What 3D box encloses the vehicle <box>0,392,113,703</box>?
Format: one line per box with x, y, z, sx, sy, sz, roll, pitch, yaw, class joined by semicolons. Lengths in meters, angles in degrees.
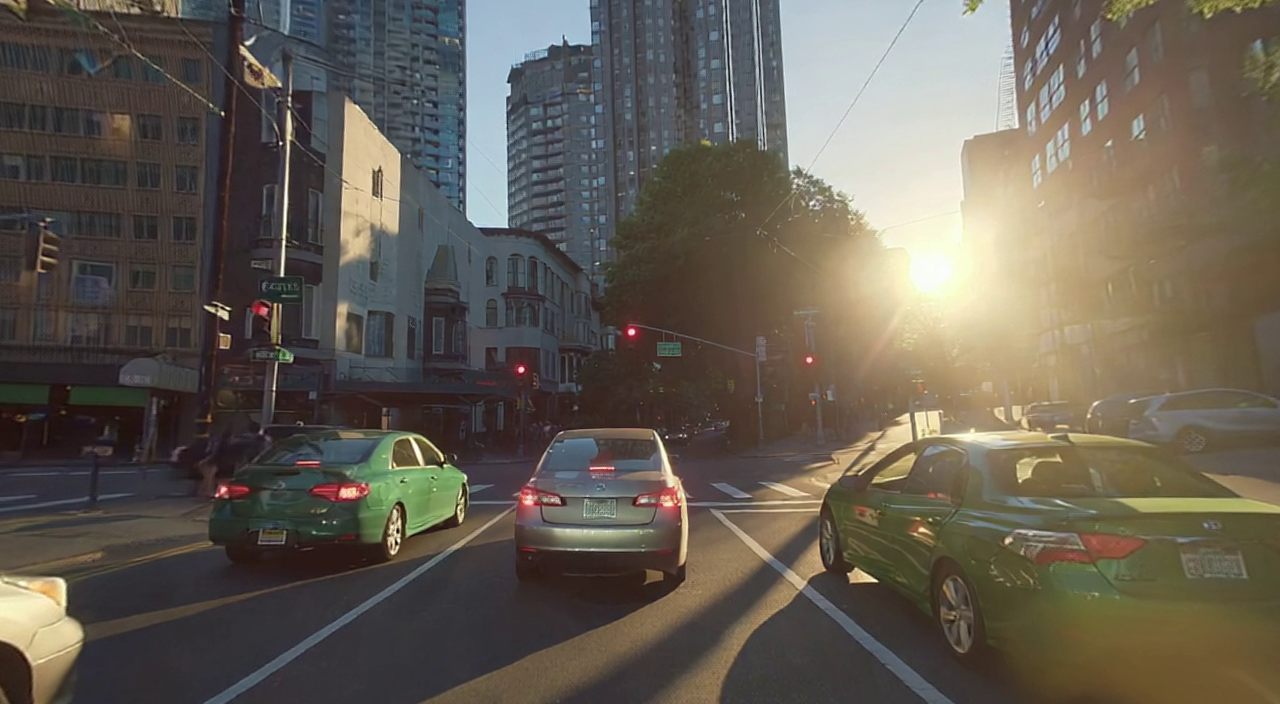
-3.906;0.703;1.183;1.995;1.524;4.438;0;-8;0;vehicle

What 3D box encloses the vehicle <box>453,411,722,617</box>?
-0.408;1.498;6.731;1.999;1.520;3.896;0;-8;0;vehicle

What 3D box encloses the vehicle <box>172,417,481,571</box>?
-3.684;1.742;8.521;1.934;1.522;4.287;0;-8;0;vehicle

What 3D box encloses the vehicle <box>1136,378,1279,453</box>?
21.637;2.354;22.876;5.863;2.493;2.354;2;-9;-12;vehicle

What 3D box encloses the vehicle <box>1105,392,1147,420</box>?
33.733;3.792;43.951;1.958;1.667;4.392;-6;-10;34;vehicle
